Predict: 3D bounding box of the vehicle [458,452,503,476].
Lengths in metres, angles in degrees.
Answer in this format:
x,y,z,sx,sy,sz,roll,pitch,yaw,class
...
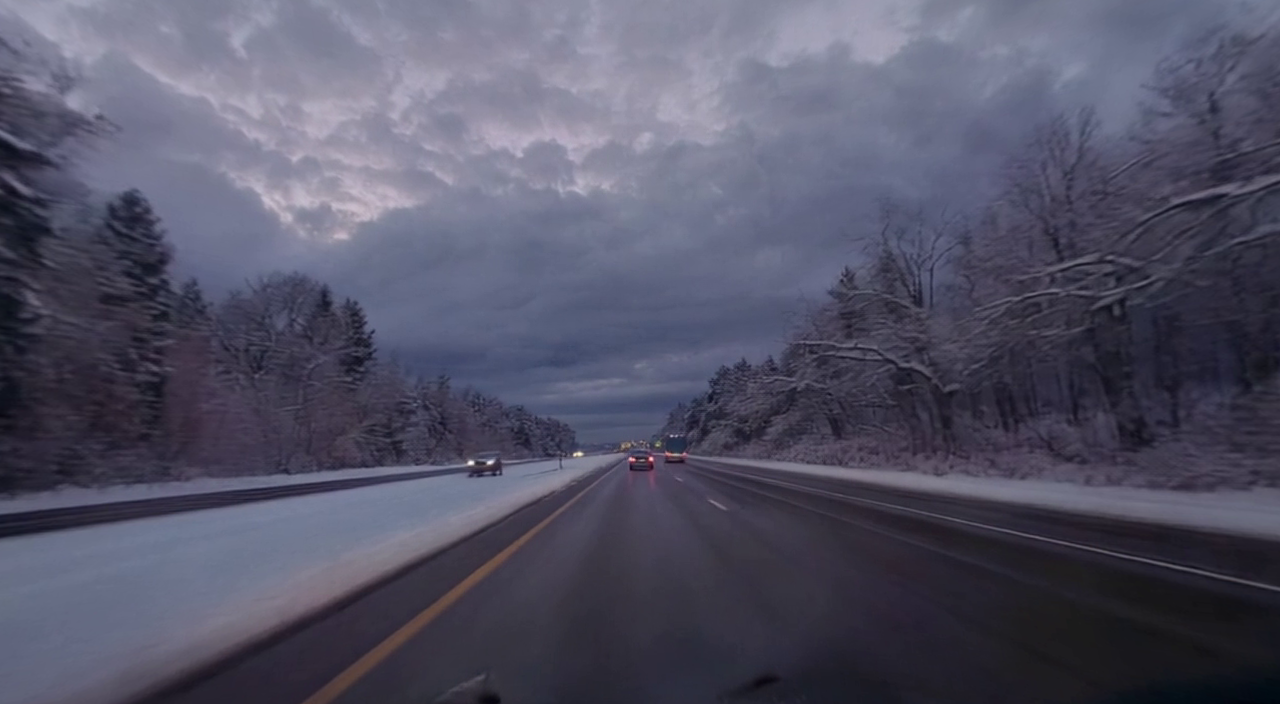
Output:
x,y,z,sx,sy,sz,roll,pitch,yaw,class
-11.914,8.412,47.285,2.244,1.653,4.539,-1,-9,0,vehicle
